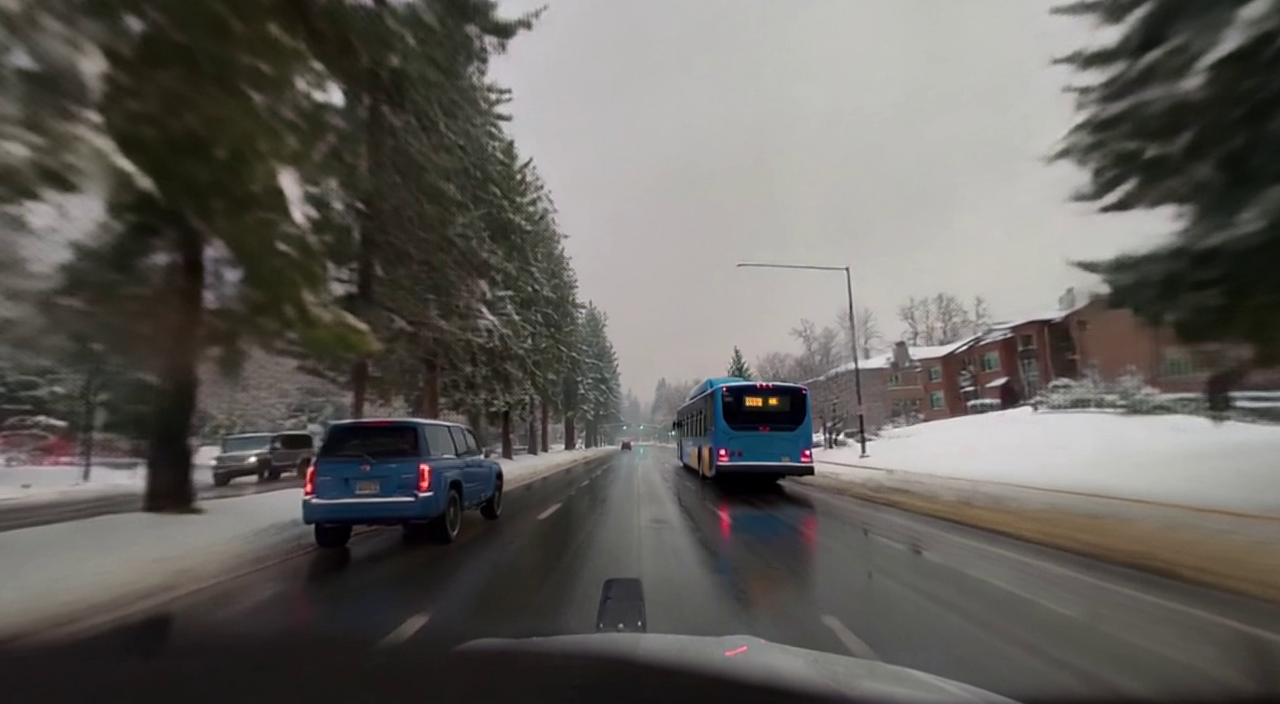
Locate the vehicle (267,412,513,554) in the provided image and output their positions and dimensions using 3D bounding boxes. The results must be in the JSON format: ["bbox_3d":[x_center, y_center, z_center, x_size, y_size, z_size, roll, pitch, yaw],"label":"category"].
[{"bbox_3d":[-3.632,1.969,10.214,2.111,1.767,4.333,0,-8,1],"label":"vehicle"}]

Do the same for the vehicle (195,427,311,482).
[{"bbox_3d":[-22.199,5.876,36.461,2.593,2.836,6.122,0,-8,1],"label":"vehicle"}]

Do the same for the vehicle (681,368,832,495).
[{"bbox_3d":[3.449,2.958,22.764,3.072,3.278,12.747,1,-8,0],"label":"vehicle"}]
